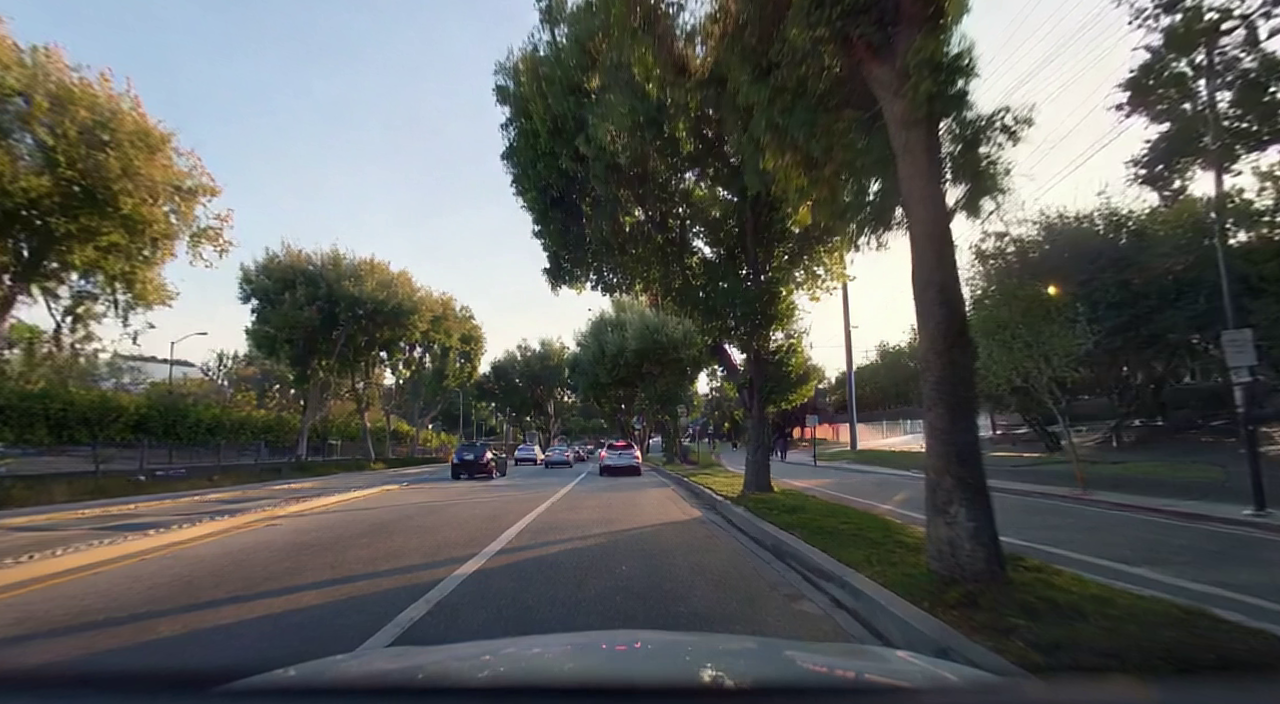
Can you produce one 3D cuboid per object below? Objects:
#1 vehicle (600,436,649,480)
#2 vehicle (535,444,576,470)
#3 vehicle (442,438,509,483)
[{"bbox_3d":[-0.737,4.651,27.981,2.012,1.769,3.897,0,-8,-3],"label":"vehicle"},{"bbox_3d":[-5.082,6.343,38.381,2.087,1.485,4.452,0,-8,-3],"label":"vehicle"},{"bbox_3d":[-6.504,4.320,25.445,1.860,1.634,4.089,1,-9,-4],"label":"vehicle"}]
